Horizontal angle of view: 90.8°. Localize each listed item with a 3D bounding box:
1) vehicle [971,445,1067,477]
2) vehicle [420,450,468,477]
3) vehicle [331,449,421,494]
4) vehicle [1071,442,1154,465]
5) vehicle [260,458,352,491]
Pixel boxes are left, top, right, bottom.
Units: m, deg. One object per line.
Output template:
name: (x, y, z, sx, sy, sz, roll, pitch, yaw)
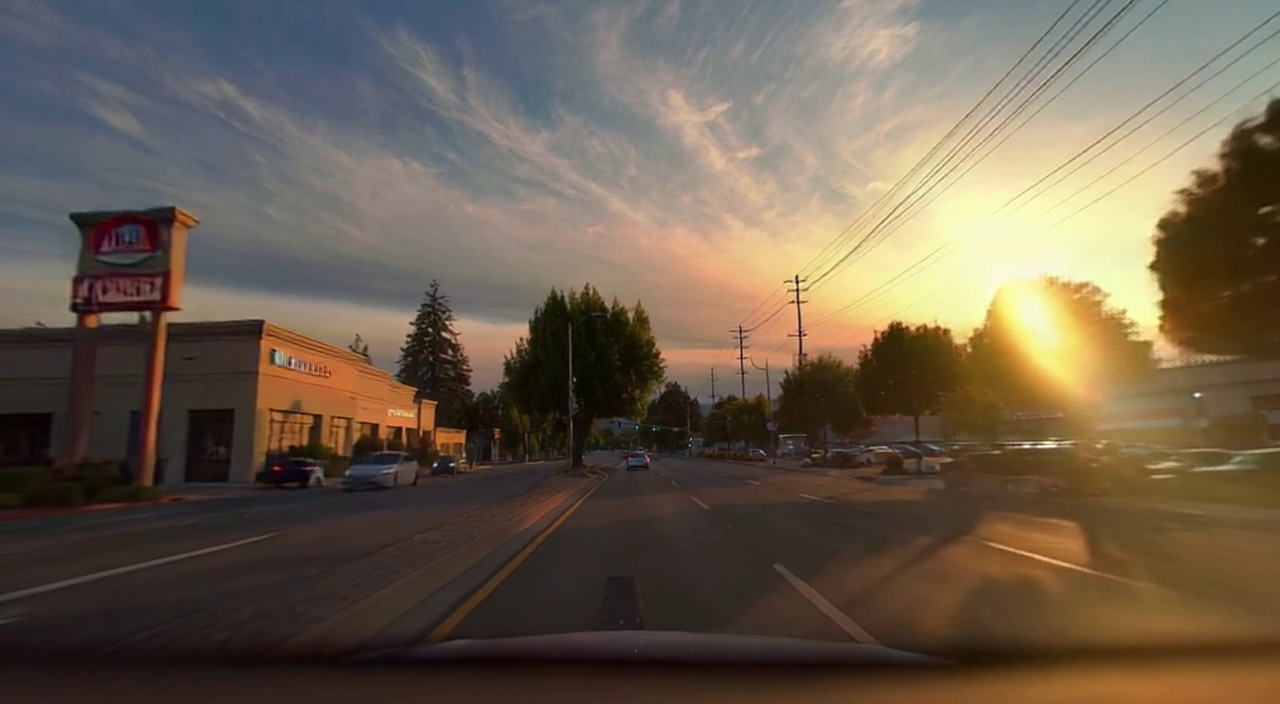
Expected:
vehicle: (19.538, 5.569, 32.550, 4.333, 1.532, 2.037, 4, -10, -25)
vehicle: (-14.588, 8.273, 47.268, 2.046, 1.900, 4.689, 0, -9, 0)
vehicle: (-11.404, 5.134, 27.648, 2.004, 1.787, 4.384, 0, -9, 0)
vehicle: (32.094, 6.932, 42.992, 4.036, 1.512, 1.856, 0, -9, 1)
vehicle: (-19.766, 7.197, 37.514, 4.346, 1.755, 1.874, 8, -12, -44)
